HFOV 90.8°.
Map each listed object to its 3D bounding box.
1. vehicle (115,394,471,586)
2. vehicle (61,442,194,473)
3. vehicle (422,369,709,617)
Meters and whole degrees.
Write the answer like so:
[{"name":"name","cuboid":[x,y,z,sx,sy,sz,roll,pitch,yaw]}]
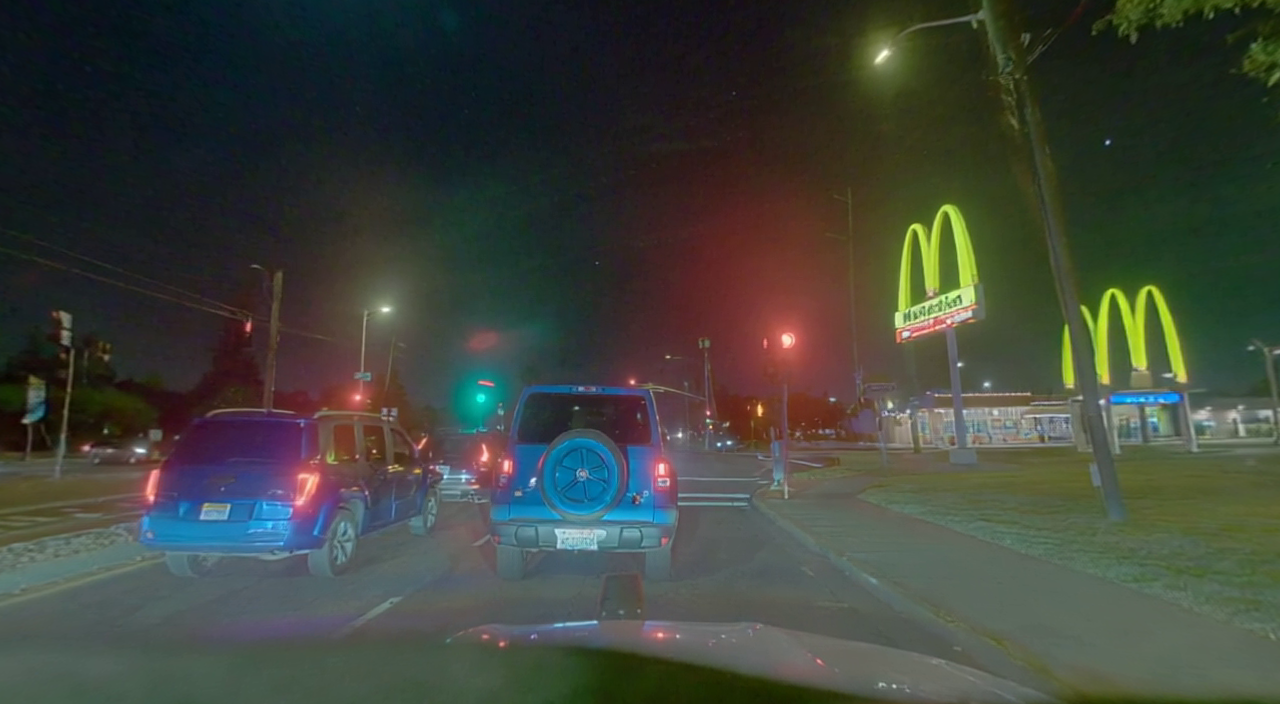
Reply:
[{"name":"vehicle","cuboid":[-3.915,1.649,8.336,2.130,1.819,4.497,0,-8,0]},{"name":"vehicle","cuboid":[-25.258,5.190,31.360,4.713,1.445,1.887,4,-9,-24]},{"name":"vehicle","cuboid":[-0.631,1.439,7.341,2.224,1.923,4.643,0,-8,-1]}]
